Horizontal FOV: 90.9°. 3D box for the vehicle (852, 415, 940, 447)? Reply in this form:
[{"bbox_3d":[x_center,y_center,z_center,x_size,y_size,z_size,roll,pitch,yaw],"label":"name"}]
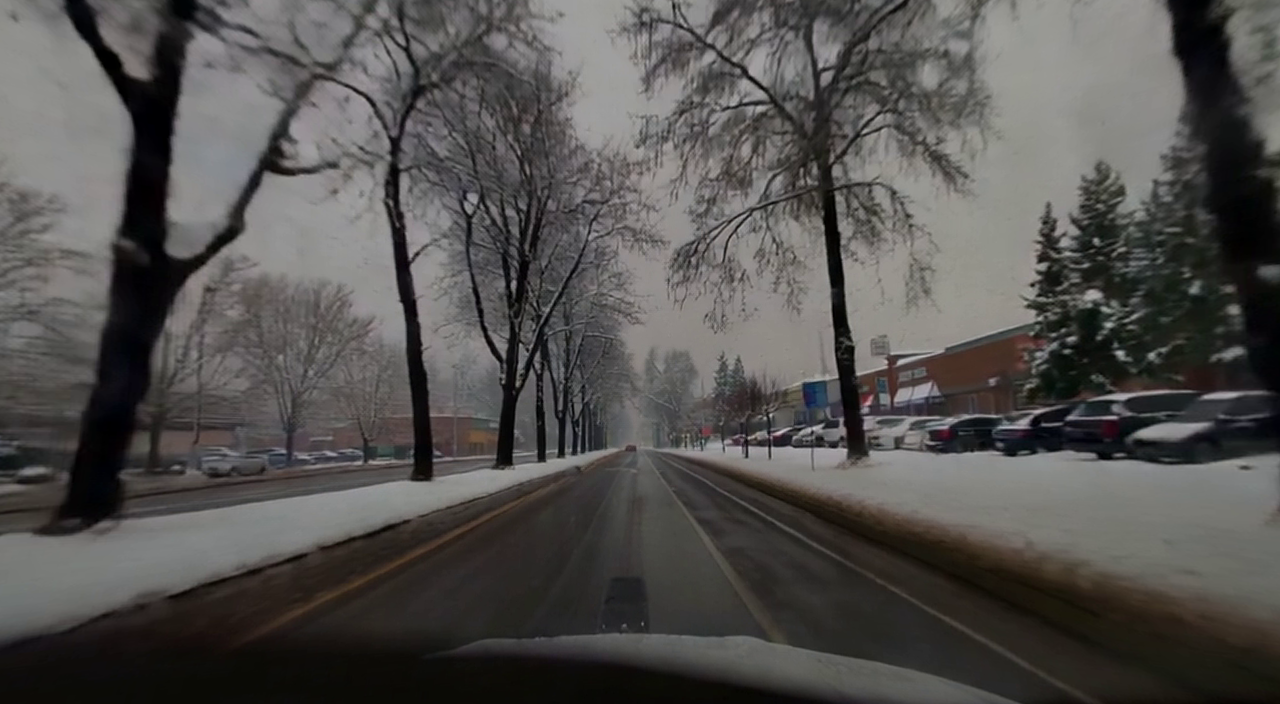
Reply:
[{"bbox_3d":[12.807,3.986,31.641,3.641,1.524,1.731,0,-8,0],"label":"vehicle"}]

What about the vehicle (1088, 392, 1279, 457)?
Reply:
[{"bbox_3d":[12.793,1.713,14.765,3.375,1.411,1.561,0,-8,-1],"label":"vehicle"}]

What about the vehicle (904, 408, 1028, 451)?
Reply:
[{"bbox_3d":[12.458,3.011,24.273,3.742,1.560,1.822,-1,-8,1],"label":"vehicle"}]
